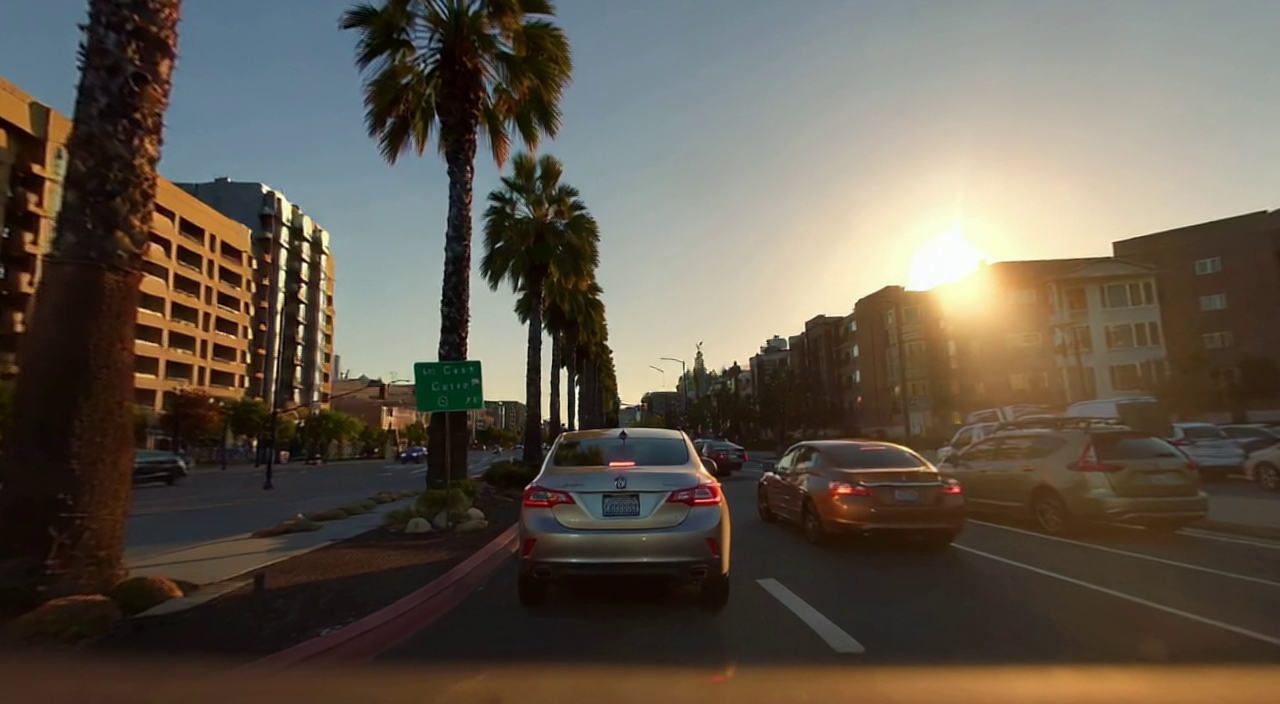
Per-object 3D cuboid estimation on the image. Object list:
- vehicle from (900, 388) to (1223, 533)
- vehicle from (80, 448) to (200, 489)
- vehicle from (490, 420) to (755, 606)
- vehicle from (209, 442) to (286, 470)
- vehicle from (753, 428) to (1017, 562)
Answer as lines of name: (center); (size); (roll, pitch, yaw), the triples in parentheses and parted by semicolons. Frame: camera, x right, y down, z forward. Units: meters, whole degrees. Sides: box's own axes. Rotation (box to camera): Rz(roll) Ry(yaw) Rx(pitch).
vehicle: (7.208, 1.968, 11.920); (2.254, 2.072, 5.577); (0, -8, 1)
vehicle: (-20.404, 4.748, 26.014); (1.764, 1.510, 3.827); (0, -8, 0)
vehicle: (-0.155, 1.610, 7.195); (2.158, 1.498, 3.919); (0, -8, 0)
vehicle: (-28.299, 7.479, 45.810); (2.115, 1.884, 5.481); (0, -8, -1)
vehicle: (3.104, 1.906, 9.224); (1.925, 1.451, 4.436); (0, -8, -2)
